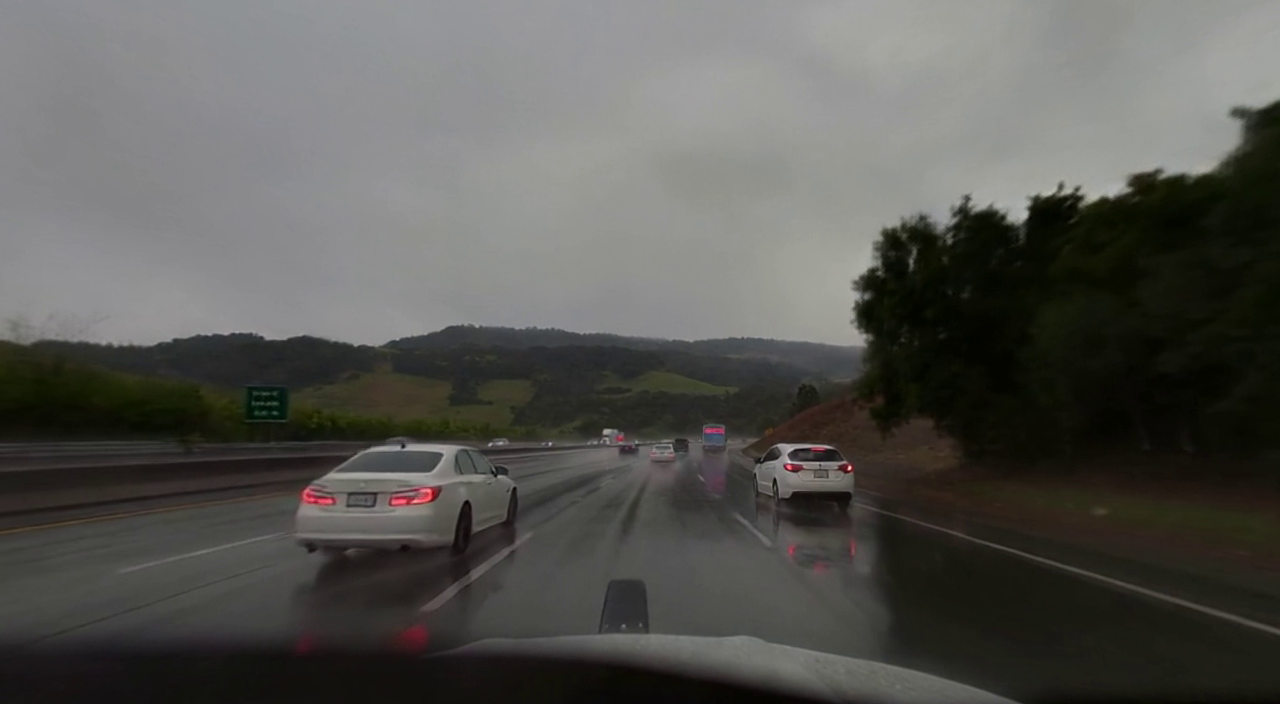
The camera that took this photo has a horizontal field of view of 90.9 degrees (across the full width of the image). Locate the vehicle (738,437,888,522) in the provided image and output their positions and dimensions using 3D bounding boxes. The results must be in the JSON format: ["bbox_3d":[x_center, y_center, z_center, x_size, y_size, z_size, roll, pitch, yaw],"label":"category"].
[{"bbox_3d":[3.428,2.602,13.486,2.013,1.464,4.317,1,-8,0],"label":"vehicle"}]

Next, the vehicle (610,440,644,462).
[{"bbox_3d":[-0.913,7.410,47.306,2.010,1.482,4.230,0,-8,5],"label":"vehicle"}]

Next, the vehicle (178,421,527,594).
[{"bbox_3d":[-2.951,1.712,7.957,2.031,1.491,4.792,0,-8,2],"label":"vehicle"}]

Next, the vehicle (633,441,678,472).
[{"bbox_3d":[0.877,5.415,32.931,2.202,1.467,3.929,-1,-8,4],"label":"vehicle"}]
